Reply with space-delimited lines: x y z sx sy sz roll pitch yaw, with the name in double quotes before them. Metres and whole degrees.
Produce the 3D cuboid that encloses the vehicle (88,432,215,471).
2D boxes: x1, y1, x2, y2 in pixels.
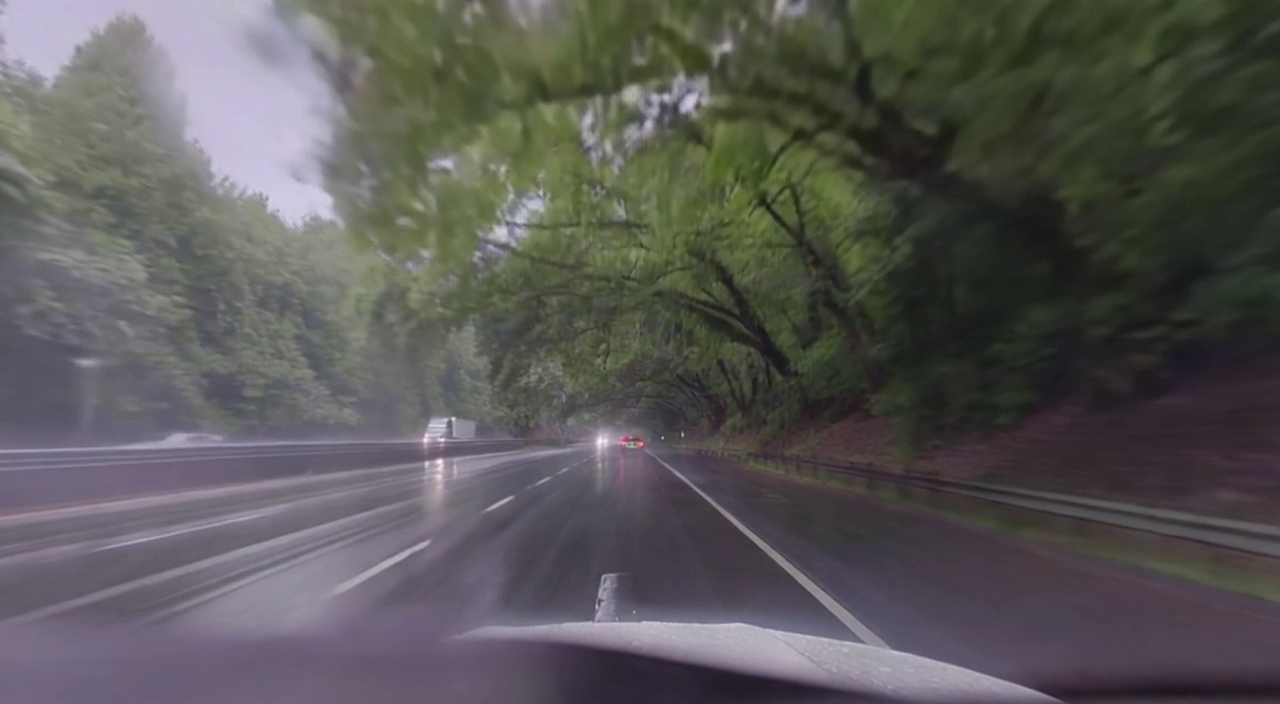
"vehicle" -20.153 4.107 26.282 1.870 1.467 4.286 0 -8 -1
